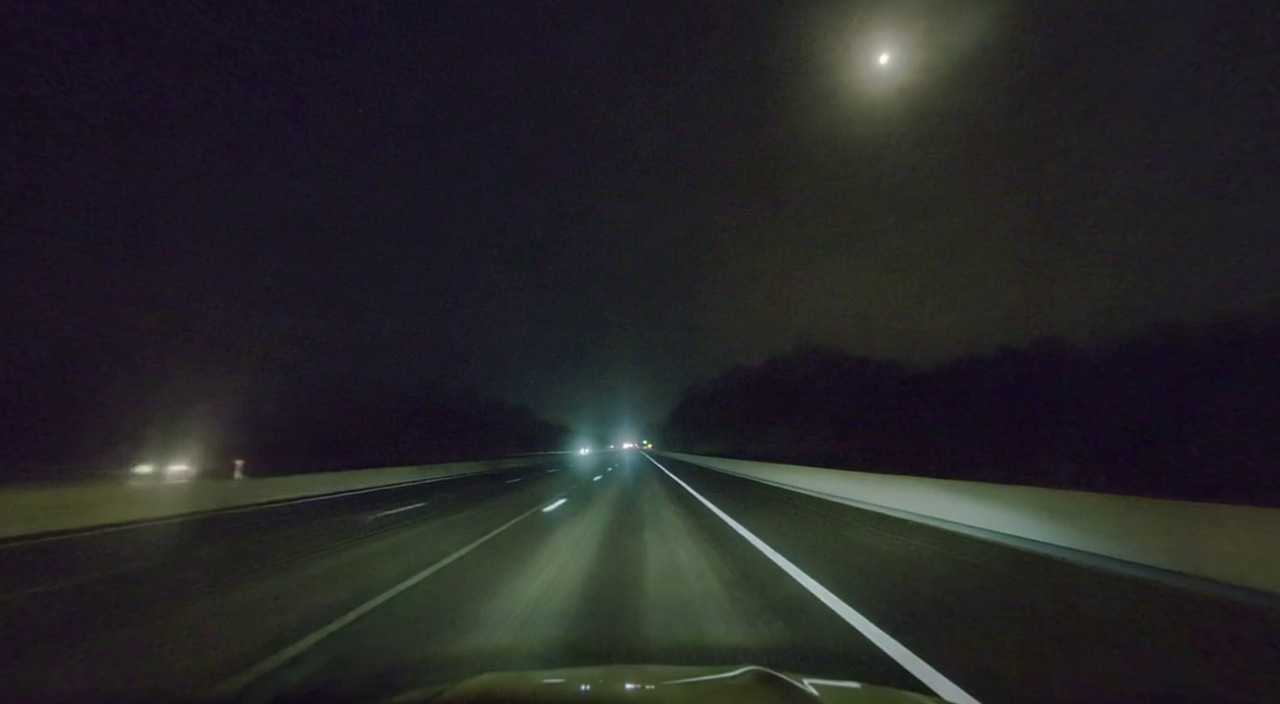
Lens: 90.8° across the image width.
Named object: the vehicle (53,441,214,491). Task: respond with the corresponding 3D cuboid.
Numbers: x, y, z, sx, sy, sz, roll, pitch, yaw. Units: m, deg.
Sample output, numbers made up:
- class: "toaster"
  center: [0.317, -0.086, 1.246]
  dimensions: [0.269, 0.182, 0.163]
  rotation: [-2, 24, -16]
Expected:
- class: "vehicle"
  center: [-19.975, 4.502, 25.278]
  dimensions: [2.080, 1.759, 5.207]
  rotation: [0, -9, 0]
